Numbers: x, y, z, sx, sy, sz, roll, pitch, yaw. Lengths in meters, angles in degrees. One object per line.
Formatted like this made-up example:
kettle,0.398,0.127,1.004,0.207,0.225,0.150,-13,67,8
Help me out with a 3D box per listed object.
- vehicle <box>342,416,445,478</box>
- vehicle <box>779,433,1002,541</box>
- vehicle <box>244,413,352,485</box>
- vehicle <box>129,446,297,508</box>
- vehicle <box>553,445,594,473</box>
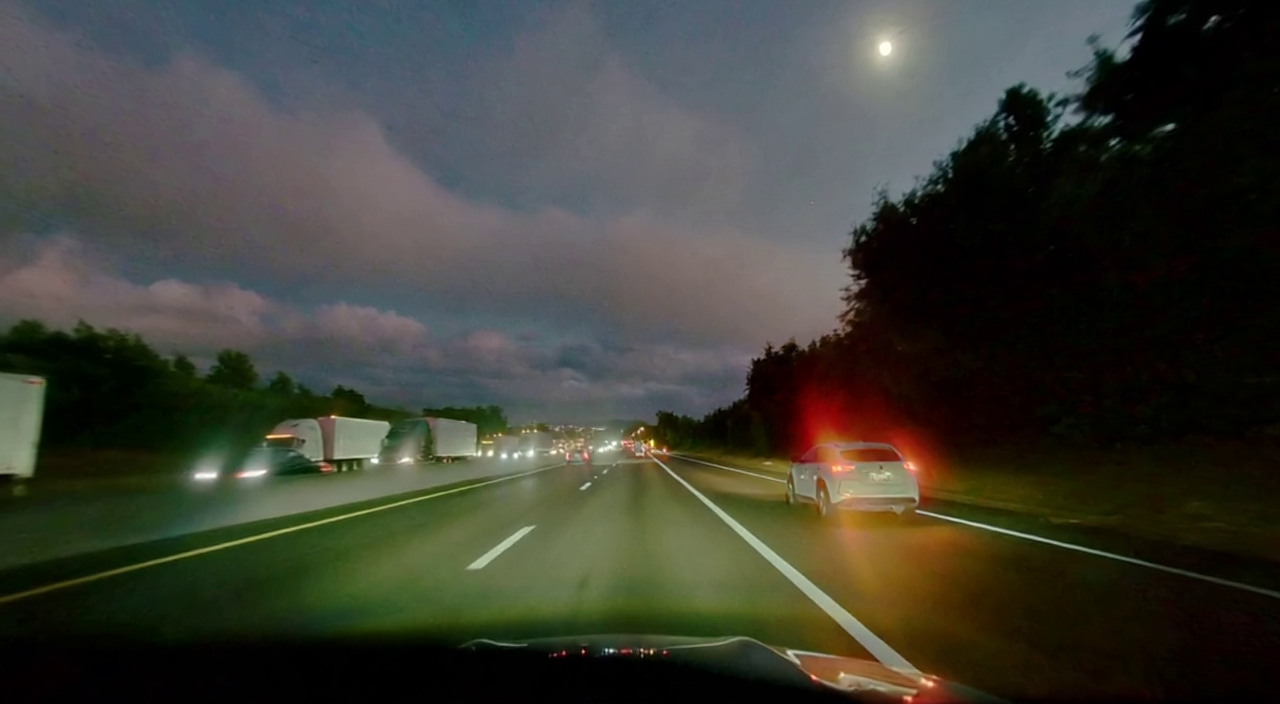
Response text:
vehicle,-15.767,6.220,41.325,3.010,3.579,9.290,0,-9,0
vehicle,4.008,2.238,11.094,2.053,1.504,4.386,0,-9,-1
vehicle,-20.039,5.727,37.418,3.024,3.899,5.896,0,-9,-1
vehicle,-12.049,3.528,18.202,1.965,1.557,4.069,0,-9,0
vehicle,-3.785,6.181,36.513,1.978,1.539,3.924,0,-9,0
